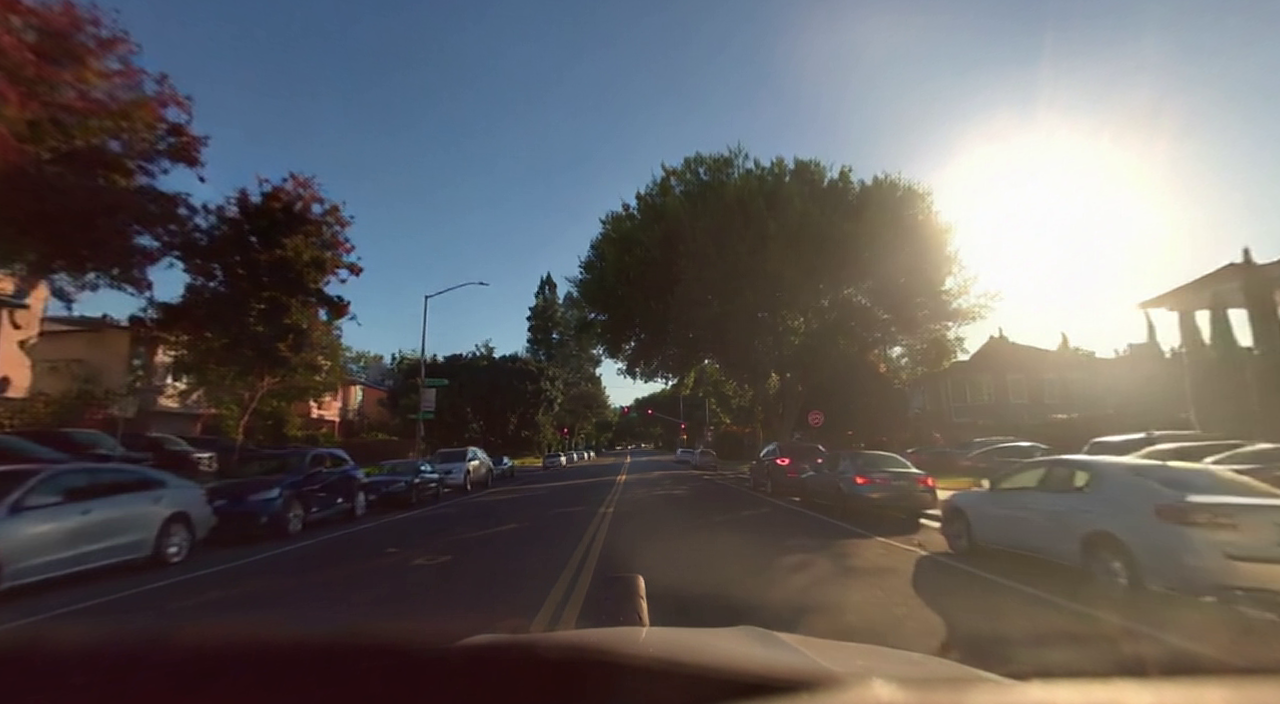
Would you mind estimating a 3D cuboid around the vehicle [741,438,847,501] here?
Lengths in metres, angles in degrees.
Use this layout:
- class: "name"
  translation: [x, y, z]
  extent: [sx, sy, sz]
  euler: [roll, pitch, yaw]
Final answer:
- class: "vehicle"
  translation: [4.560, 3.550, 19.546]
  extent: [1.992, 1.703, 4.503]
  euler: [0, -9, -2]

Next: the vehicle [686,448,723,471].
- class: "vehicle"
  translation: [4.550, 7.658, 45.175]
  extent: [1.955, 1.536, 4.395]
  euler: [0, -9, -3]

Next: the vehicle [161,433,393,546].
- class: "vehicle"
  translation: [-6.578, 2.493, 12.198]
  extent: [1.904, 1.727, 4.530]
  euler: [0, -9, -2]

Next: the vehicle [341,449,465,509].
- class: "vehicle"
  translation: [-6.549, 3.532, 18.088]
  extent: [1.811, 1.454, 4.610]
  euler: [0, -9, -1]

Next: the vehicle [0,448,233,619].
- class: "vehicle"
  translation: [-6.576, 1.749, 6.511]
  extent: [1.809, 1.499, 4.358]
  euler: [0, -9, 1]

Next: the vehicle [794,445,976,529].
- class: "vehicle"
  translation: [4.938, 2.754, 13.615]
  extent: [1.830, 1.477, 4.684]
  euler: [0, -9, -3]

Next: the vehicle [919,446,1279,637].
- class: "vehicle"
  translation: [4.985, 1.774, 7.032]
  extent: [1.798, 1.432, 4.330]
  euler: [0, -9, 0]
